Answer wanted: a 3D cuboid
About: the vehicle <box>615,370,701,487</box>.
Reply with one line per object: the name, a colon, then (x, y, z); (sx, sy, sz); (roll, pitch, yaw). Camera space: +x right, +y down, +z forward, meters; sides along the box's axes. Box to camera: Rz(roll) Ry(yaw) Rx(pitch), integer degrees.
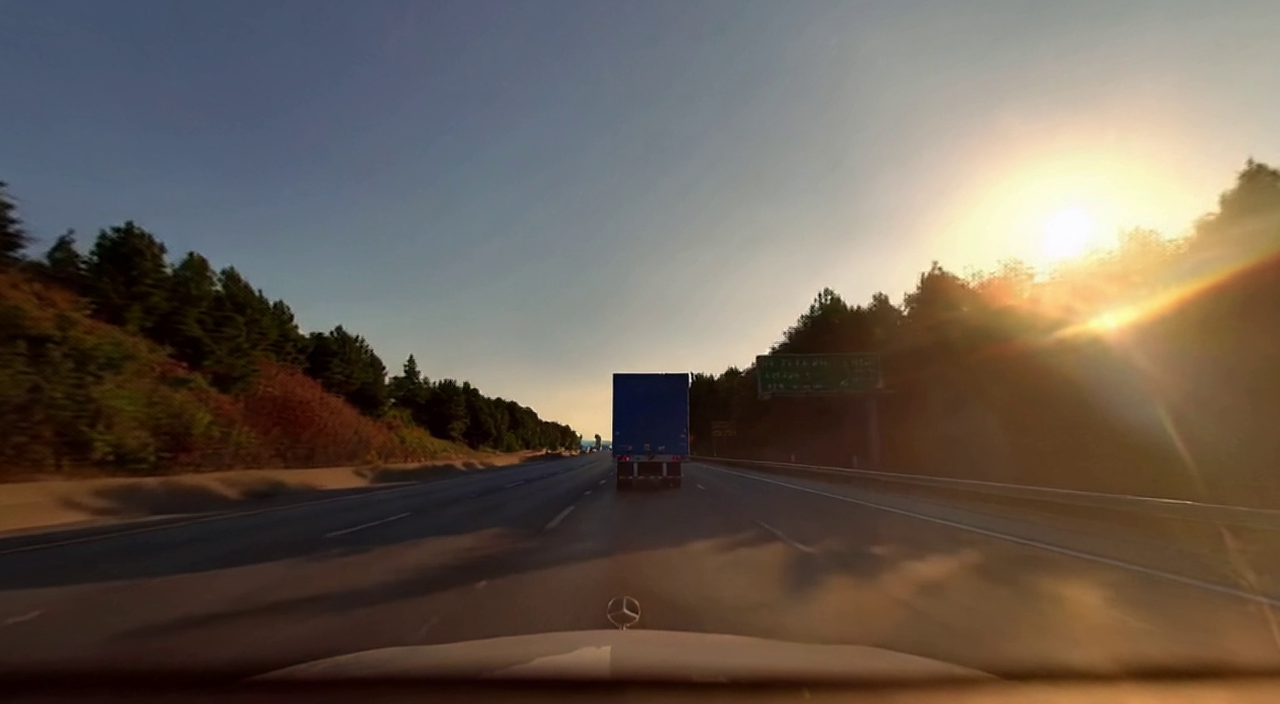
vehicle: (0.543, 3.386, 26.611); (2.898, 3.973, 10.063); (0, -9, -1)
